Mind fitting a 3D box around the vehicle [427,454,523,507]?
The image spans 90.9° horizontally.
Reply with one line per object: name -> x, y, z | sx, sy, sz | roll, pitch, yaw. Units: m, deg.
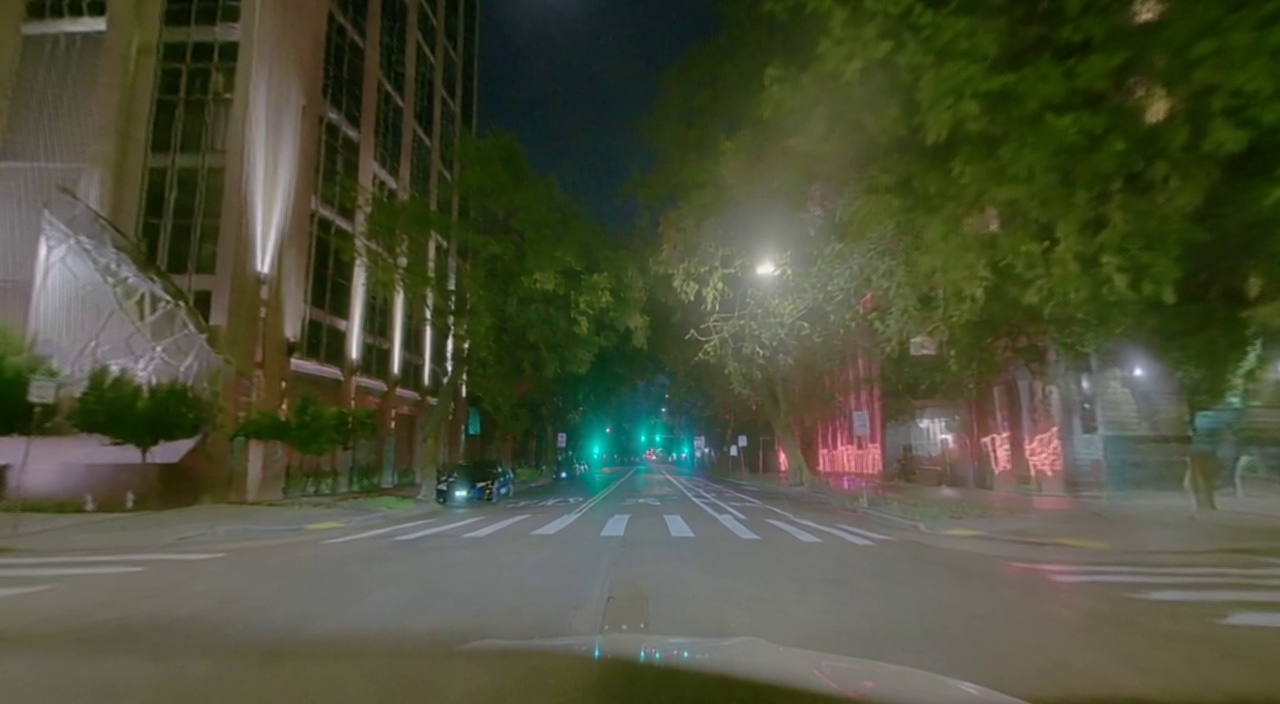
vehicle -> -5.807, 4.565, 22.858 | 2.223, 1.658, 4.621 | 0, -9, 0

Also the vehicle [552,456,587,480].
vehicle -> -5.465, 9.047, 49.533 | 2.147, 1.701, 4.879 | 0, -9, 1
